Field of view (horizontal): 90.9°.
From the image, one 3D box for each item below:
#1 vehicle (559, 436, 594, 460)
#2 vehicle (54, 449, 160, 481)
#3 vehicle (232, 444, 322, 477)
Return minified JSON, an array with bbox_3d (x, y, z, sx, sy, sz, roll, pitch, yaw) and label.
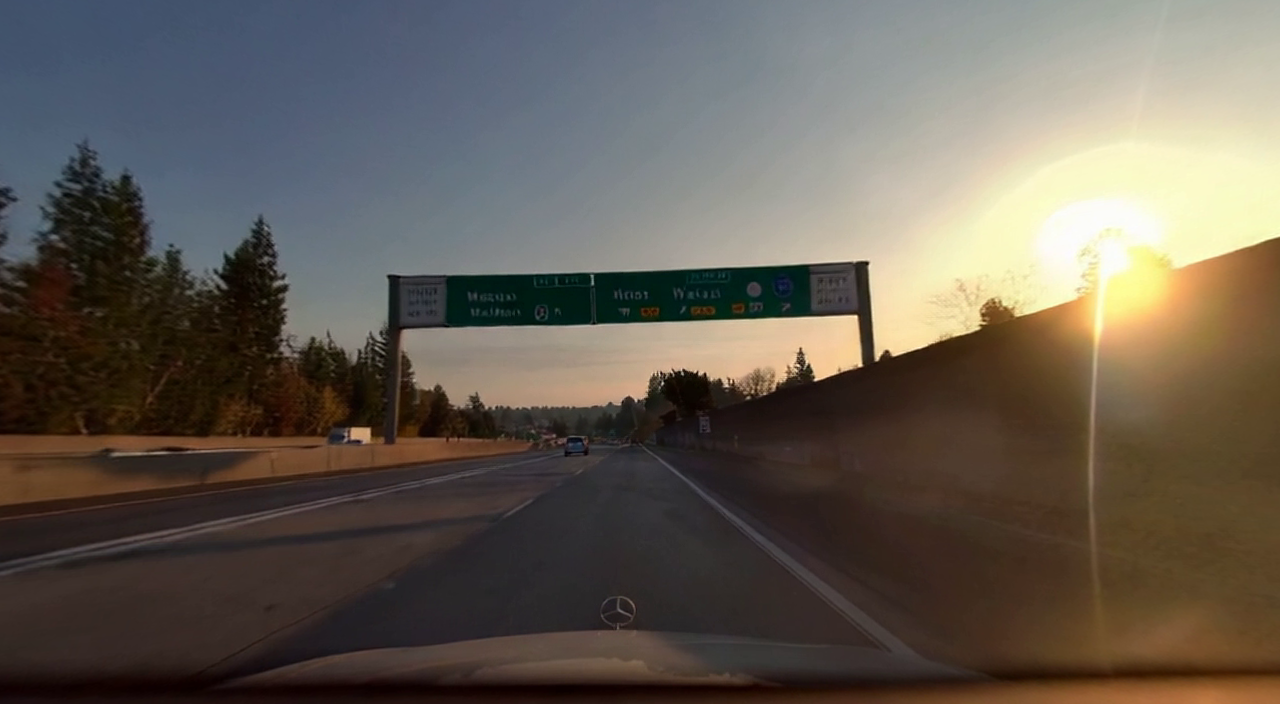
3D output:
[{"bbox_3d":[-4.476,6.829,45.009,2.129,1.641,4.263,0,-8,0],"label":"vehicle"},{"bbox_3d":[-28.351,6.001,33.725,1.885,1.490,4.512,0,-8,-4],"label":"vehicle"},{"bbox_3d":[-18.247,5.429,31.912,1.867,1.465,4.491,0,-8,0],"label":"vehicle"}]
